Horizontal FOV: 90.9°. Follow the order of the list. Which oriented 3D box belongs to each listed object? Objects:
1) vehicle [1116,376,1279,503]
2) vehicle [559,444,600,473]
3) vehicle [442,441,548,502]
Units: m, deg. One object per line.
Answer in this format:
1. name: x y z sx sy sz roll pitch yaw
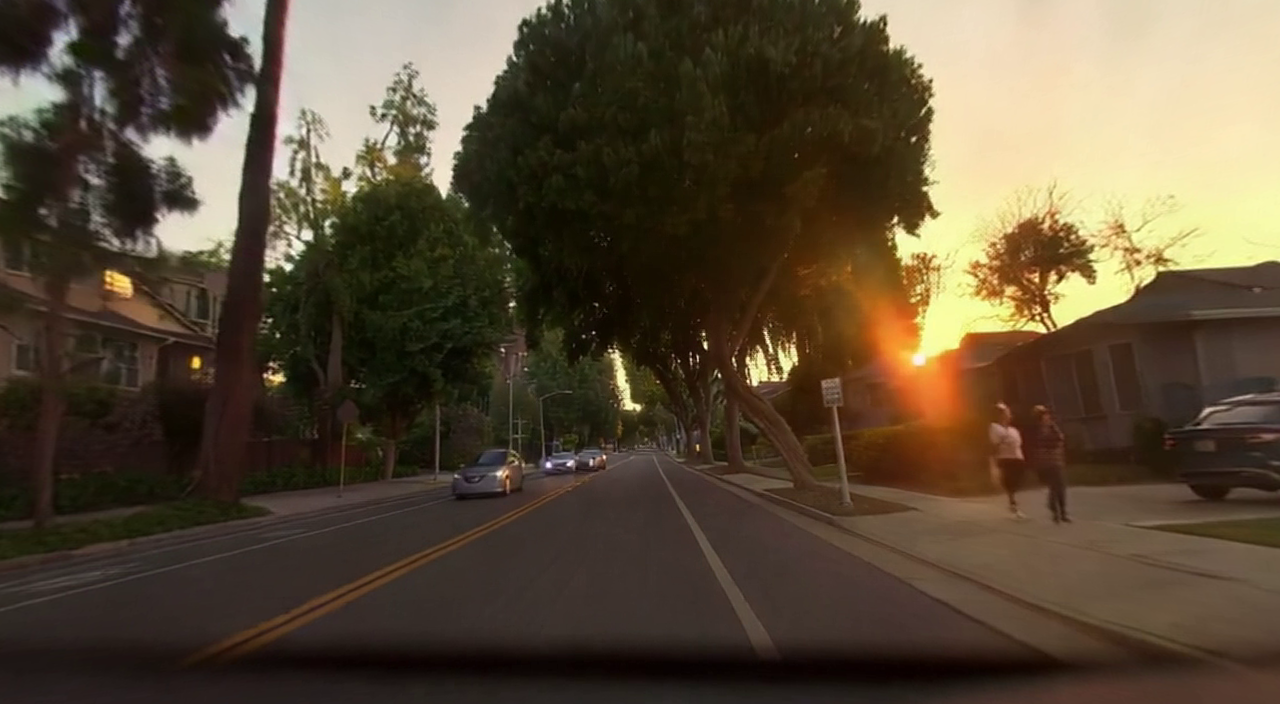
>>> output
1. vehicle: 11.354 1.491 10.770 4.665 1.944 2.092 0 -8 -1
2. vehicle: -3.869 6.888 41.099 2.041 1.780 4.618 0 -8 1
3. vehicle: -4.452 3.722 20.229 2.167 1.691 4.755 0 -8 1
